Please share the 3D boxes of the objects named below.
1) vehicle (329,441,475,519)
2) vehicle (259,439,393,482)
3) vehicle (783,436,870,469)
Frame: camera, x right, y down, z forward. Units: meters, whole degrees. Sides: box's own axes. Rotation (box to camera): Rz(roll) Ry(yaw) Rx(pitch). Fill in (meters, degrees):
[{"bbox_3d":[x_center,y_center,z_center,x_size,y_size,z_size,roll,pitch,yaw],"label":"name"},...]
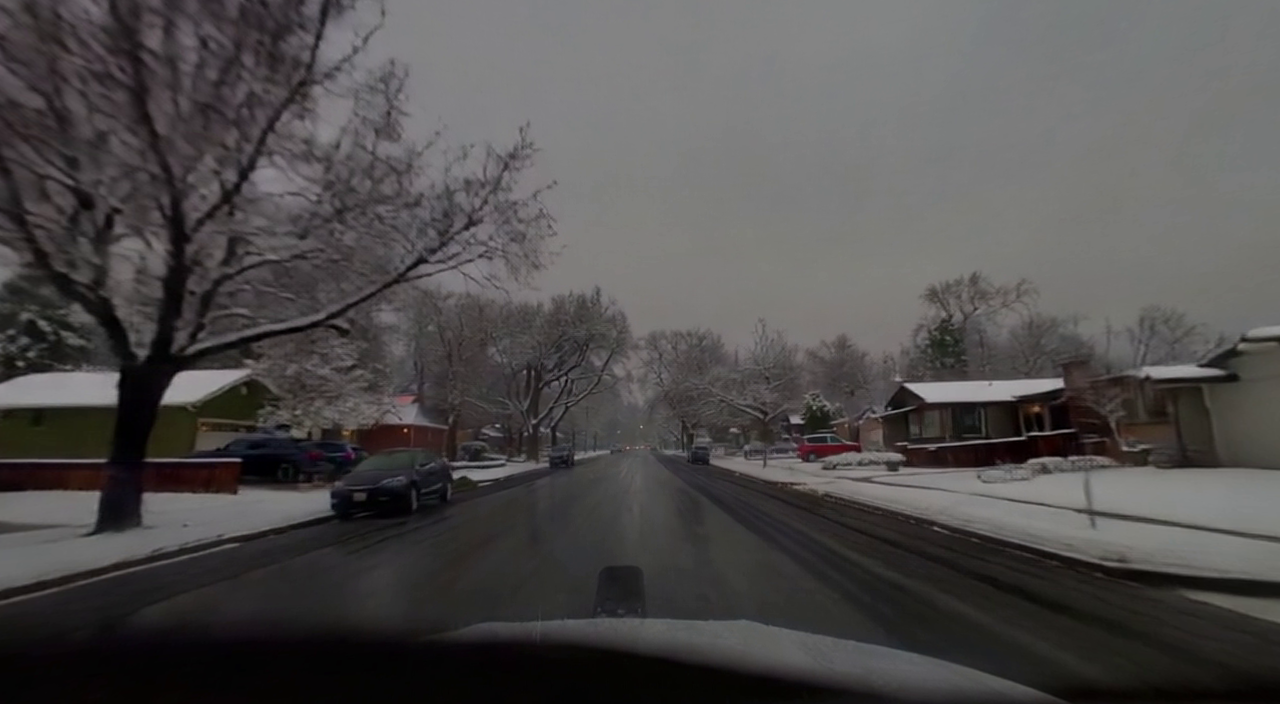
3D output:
[{"bbox_3d":[-5.656,3.078,15.691,1.944,1.621,4.187,-1,-9,1],"label":"vehicle"},{"bbox_3d":[-12.148,4.217,24.631,4.135,1.567,1.944,0,-9,2],"label":"vehicle"},{"bbox_3d":[11.326,6.136,38.610,4.626,1.880,1.980,1,-9,-9],"label":"vehicle"}]
